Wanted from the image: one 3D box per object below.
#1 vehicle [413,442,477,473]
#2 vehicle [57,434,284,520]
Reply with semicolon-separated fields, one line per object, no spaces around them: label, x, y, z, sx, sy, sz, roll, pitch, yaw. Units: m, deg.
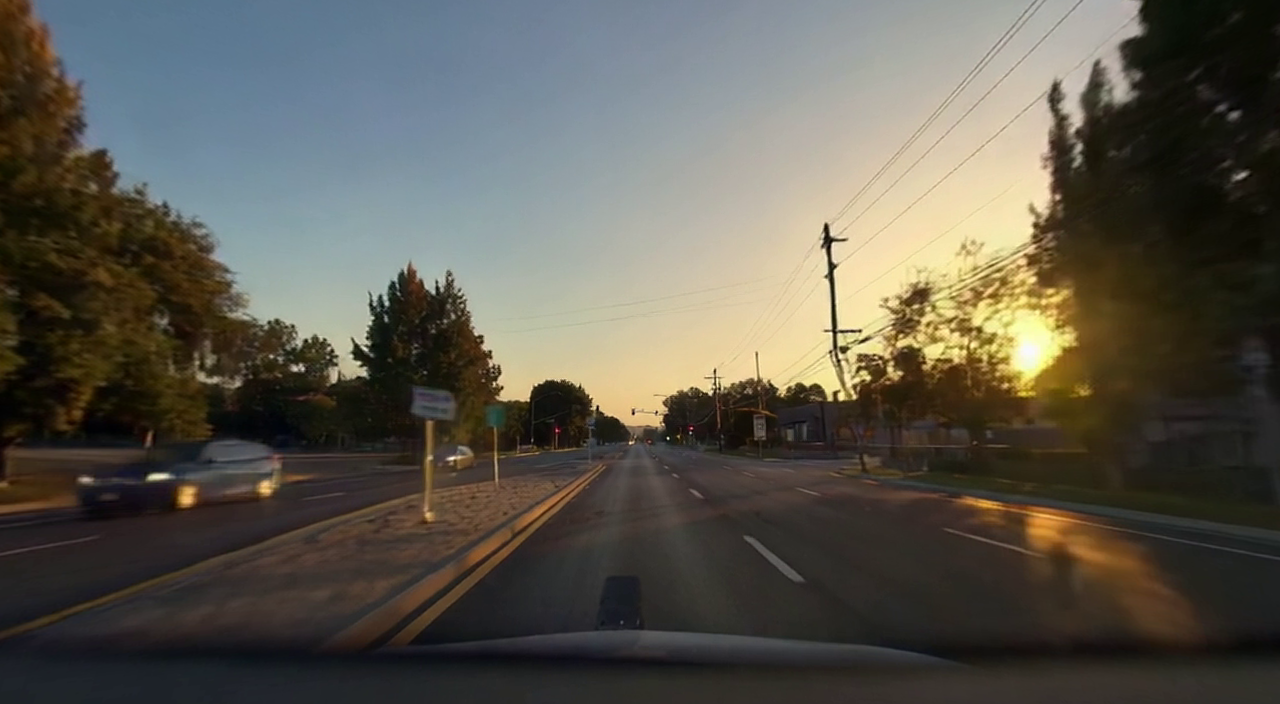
vehicle;-10.600;5.753;34.794;1.916;1.593;5.012;0;-8;0
vehicle;-10.672;2.828;14.906;1.923;1.702;4.387;0;-8;0
